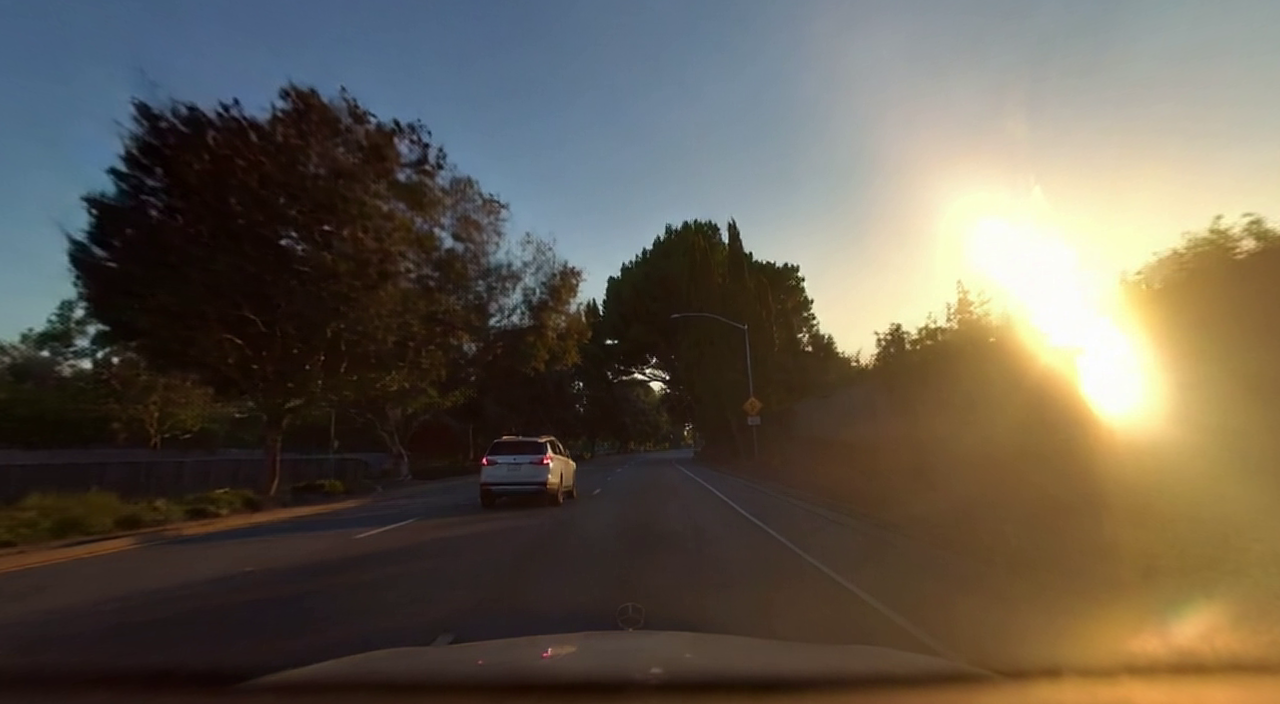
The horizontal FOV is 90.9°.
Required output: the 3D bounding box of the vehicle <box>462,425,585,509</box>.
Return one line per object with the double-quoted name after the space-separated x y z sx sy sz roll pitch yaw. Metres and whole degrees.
-2.833 2.932 16.557 2.160 1.855 4.695 0 -8 2 "vehicle"
